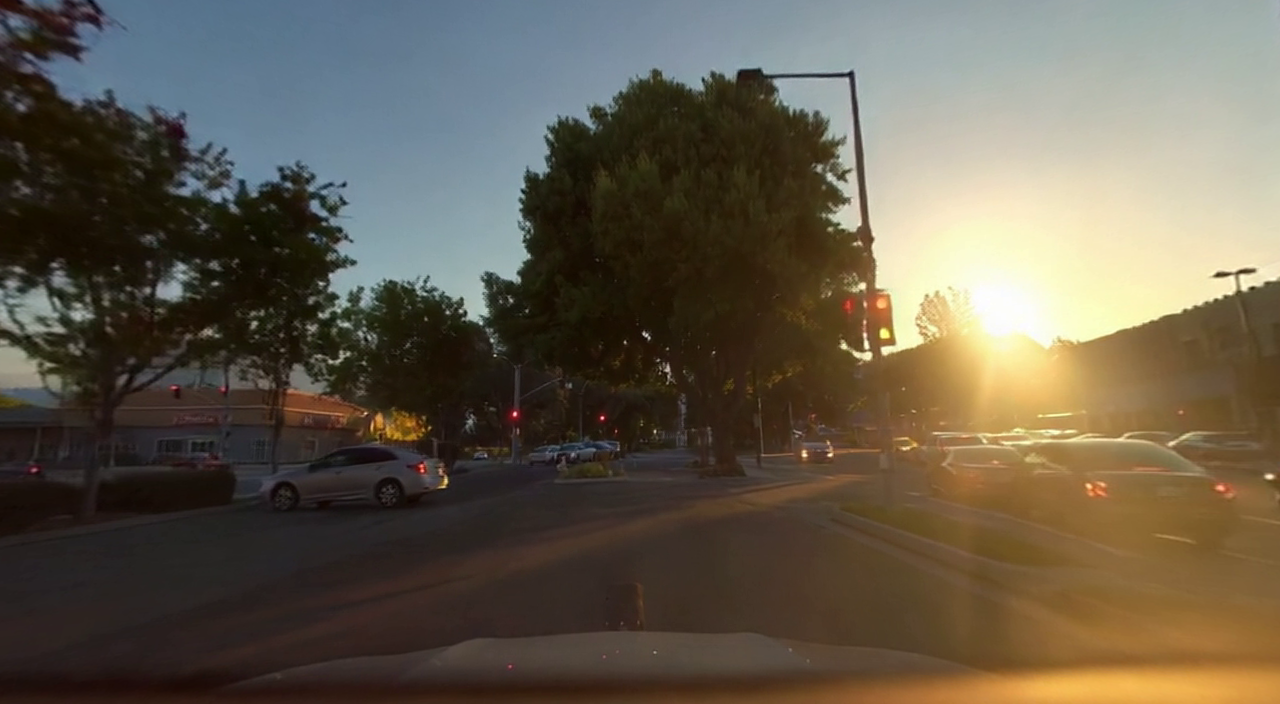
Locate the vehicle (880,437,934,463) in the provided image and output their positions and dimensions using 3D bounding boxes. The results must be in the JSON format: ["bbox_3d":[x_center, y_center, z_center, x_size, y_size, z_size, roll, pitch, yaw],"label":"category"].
[{"bbox_3d":[16.437,6.039,39.113,1.951,1.491,4.359,-1,-8,7],"label":"vehicle"}]

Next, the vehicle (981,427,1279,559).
[{"bbox_3d":[6.928,1.951,9.583,1.867,1.479,4.452,-2,-9,12],"label":"vehicle"}]

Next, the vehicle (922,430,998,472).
[{"bbox_3d":[13.777,4.294,27.489,1.921,1.657,4.400,-2,-9,14],"label":"vehicle"}]

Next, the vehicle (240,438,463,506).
[{"bbox_3d":[-6.650,2.791,14.917,4.376,1.476,1.791,0,-8,2],"label":"vehicle"}]

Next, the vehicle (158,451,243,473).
[{"bbox_3d":[-32.293,8.061,46.518,1.840,1.451,4.657,-6,-10,33],"label":"vehicle"}]

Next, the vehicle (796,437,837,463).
[{"bbox_3d":[11.375,6.346,41.006,2.061,1.519,4.794,-2,-8,10],"label":"vehicle"}]

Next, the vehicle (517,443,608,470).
[{"bbox_3d":[-4.447,6.009,36.575,4.792,1.468,2.116,-2,-9,14],"label":"vehicle"}]
